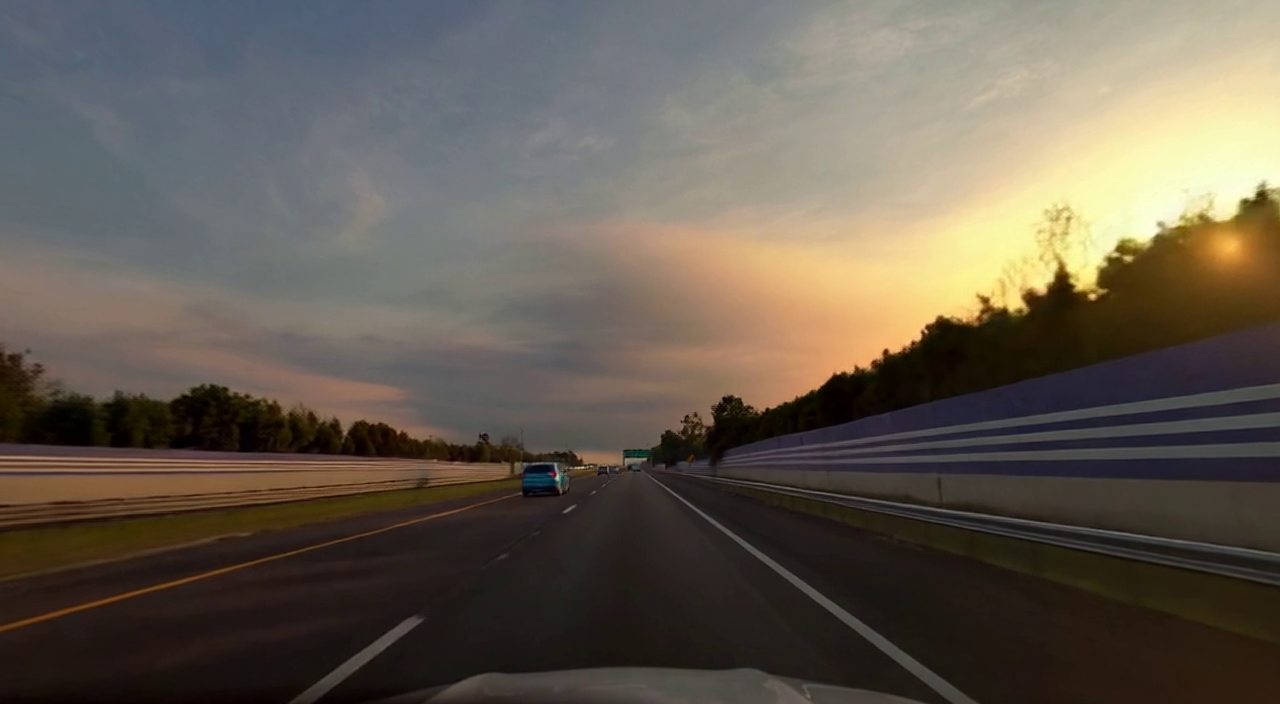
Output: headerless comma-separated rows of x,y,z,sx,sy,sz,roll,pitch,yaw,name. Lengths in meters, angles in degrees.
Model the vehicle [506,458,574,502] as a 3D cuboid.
-3.808,4.976,24.666,1.985,1.515,3.839,1,-10,0,vehicle
